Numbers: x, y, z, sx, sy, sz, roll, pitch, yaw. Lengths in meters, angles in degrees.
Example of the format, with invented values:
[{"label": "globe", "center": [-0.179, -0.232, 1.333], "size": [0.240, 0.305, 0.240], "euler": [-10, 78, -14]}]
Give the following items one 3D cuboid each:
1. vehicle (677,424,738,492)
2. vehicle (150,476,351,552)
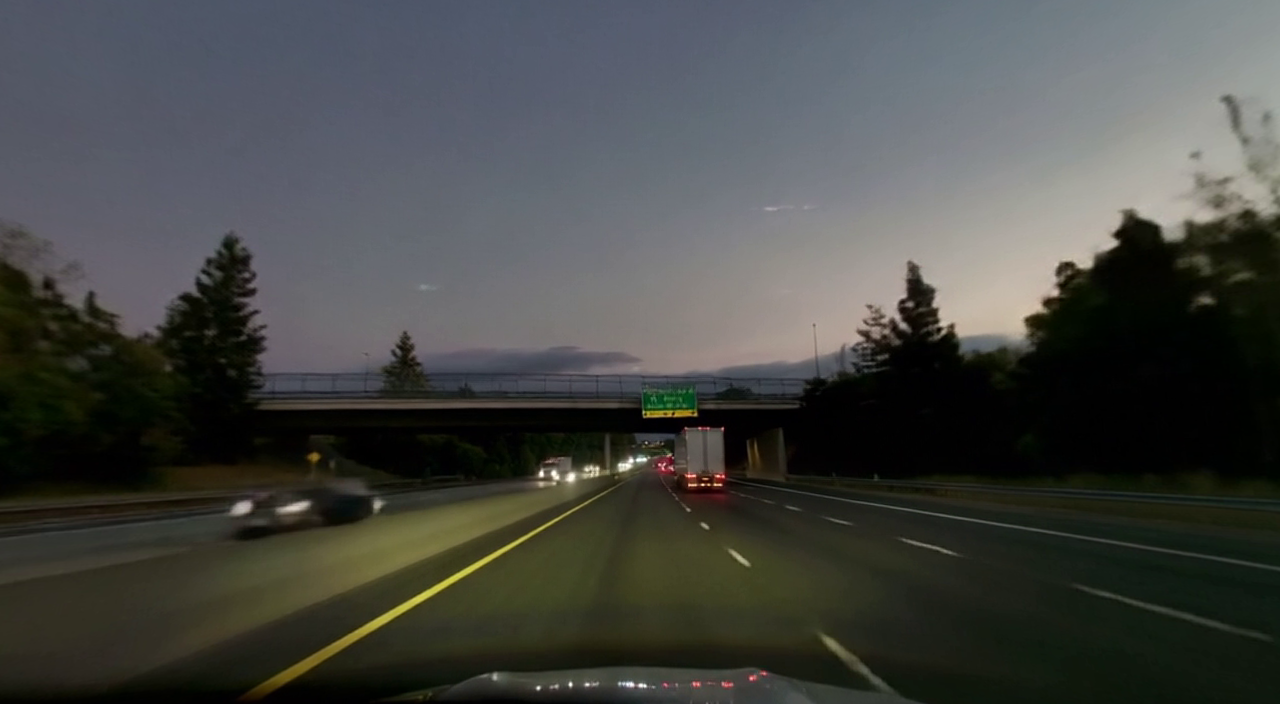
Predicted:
[{"label": "vehicle", "center": [4.410, 7.486, 43.989], "size": [3.054, 4.005, 11.895], "euler": [0, -11, 0]}, {"label": "vehicle", "center": [-8.989, 3.744, 15.107], "size": [1.982, 1.461, 4.349], "euler": [1, -11, 0]}]
